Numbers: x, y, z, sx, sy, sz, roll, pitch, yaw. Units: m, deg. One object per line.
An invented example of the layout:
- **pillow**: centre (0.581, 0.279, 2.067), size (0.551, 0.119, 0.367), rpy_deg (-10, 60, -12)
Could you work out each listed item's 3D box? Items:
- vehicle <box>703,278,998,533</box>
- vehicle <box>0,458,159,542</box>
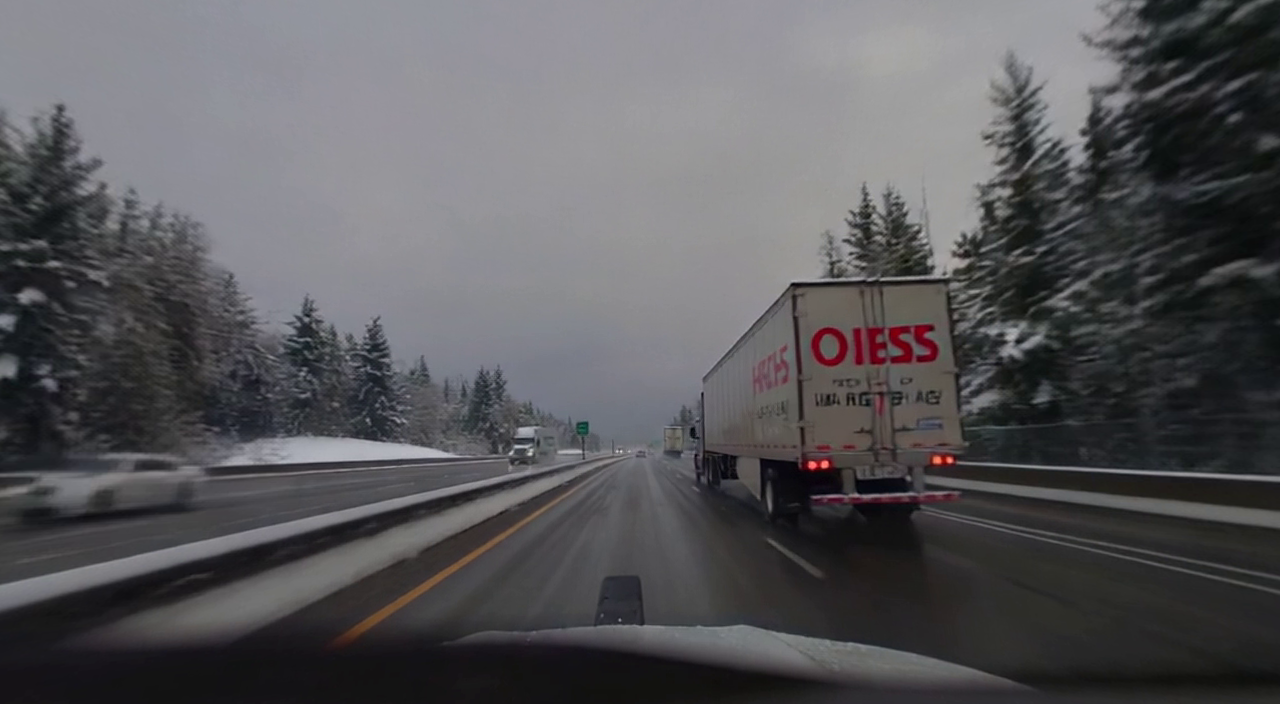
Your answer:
- **vehicle**: centre (3.990, 1.890, 16.998), size (2.926, 4.060, 14.068), rpy_deg (0, -9, -1)
- **vehicle**: centre (-12.571, 2.972, 13.056), size (1.831, 1.460, 4.183), rpy_deg (0, -9, -1)
